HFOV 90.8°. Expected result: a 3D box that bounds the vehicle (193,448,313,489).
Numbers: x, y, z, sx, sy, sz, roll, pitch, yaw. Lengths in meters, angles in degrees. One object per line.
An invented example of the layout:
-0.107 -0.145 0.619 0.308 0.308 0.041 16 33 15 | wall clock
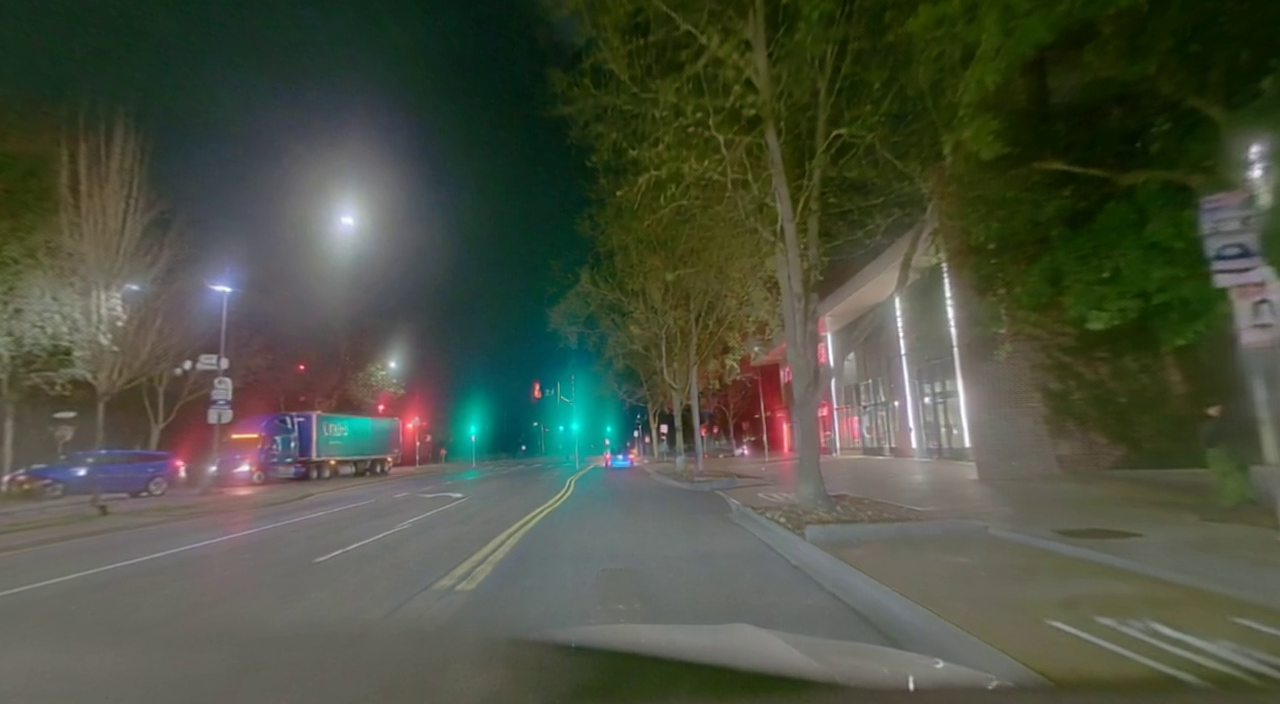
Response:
-18.419 5.521 30.395 1.988 1.762 4.653 -3 -9 17 | vehicle

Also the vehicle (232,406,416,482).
-19.182 5.817 39.904 2.792 4.025 11.784 -3 -9 17 | vehicle

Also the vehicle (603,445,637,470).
-1.183 6.563 39.553 2.006 1.470 3.799 0 -9 0 | vehicle

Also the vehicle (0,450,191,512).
-17.807 4.097 20.657 2.101 1.721 4.587 -3 -9 18 | vehicle

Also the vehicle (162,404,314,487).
-21.182 5.003 33.782 3.045 3.961 6.104 -3 -9 16 | vehicle
